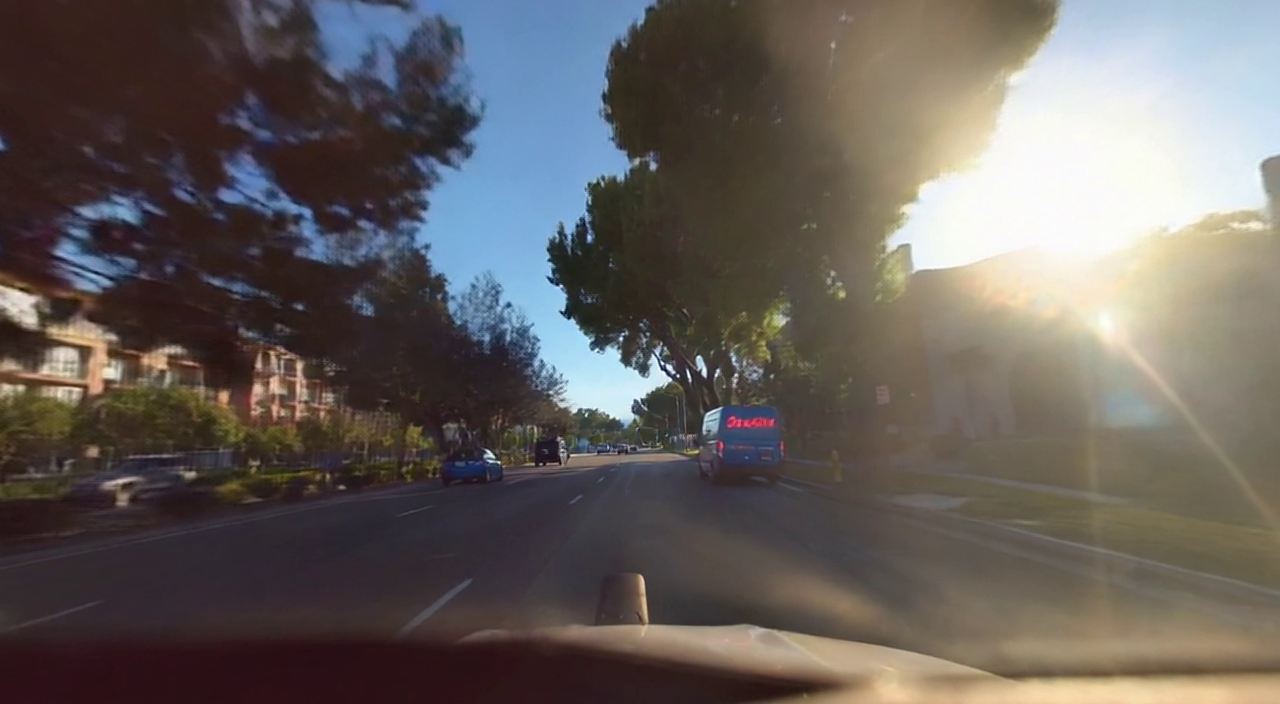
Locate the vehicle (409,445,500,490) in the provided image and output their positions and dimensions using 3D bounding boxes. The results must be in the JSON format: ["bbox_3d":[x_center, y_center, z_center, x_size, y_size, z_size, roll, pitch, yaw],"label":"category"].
[{"bbox_3d":[-6.653,4.201,23.223,1.970,1.456,4.441,0,-9,1],"label":"vehicle"}]

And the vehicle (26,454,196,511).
[{"bbox_3d":[-17.875,4.375,21.726,1.945,1.702,4.438,-1,-9,0],"label":"vehicle"}]

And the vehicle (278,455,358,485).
[{"bbox_3d":[-18.019,6.584,35.611,1.974,1.525,4.738,0,-9,0],"label":"vehicle"}]

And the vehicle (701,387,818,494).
[{"bbox_3d":[3.640,2.900,20.440,2.791,3.026,4.668,0,-9,0],"label":"vehicle"}]

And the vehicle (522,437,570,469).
[{"bbox_3d":[-6.343,6.914,43.426,2.332,2.039,5.678,-1,-9,1],"label":"vehicle"}]

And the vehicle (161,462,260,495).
[{"bbox_3d":[-21.697,6.374,32.155,1.832,1.443,4.614,0,-9,-1],"label":"vehicle"}]
